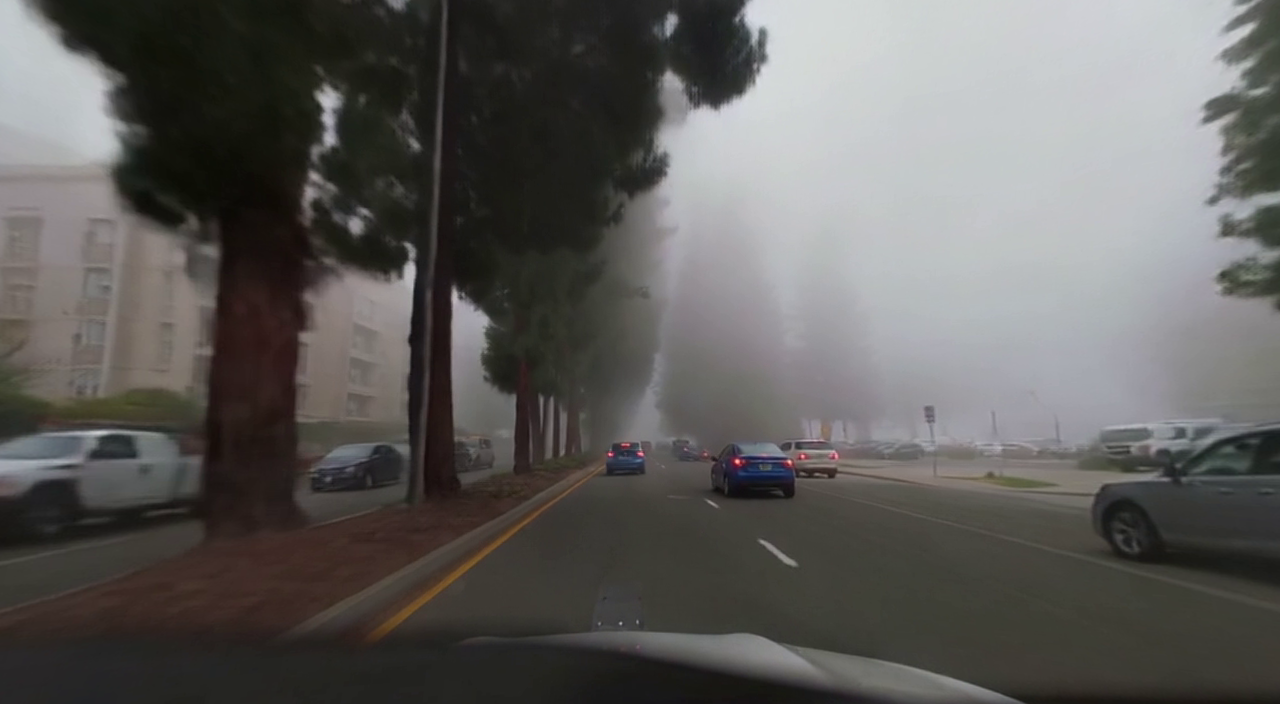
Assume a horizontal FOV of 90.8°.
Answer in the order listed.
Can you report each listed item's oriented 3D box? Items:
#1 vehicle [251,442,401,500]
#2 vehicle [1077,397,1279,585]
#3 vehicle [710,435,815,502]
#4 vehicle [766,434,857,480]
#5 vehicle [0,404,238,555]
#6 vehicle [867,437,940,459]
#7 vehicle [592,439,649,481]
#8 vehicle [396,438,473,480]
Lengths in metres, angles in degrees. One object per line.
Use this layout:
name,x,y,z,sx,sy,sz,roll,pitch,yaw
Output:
vehicle,-9.082,3.455,18.853,2.148,1.473,4.709,0,-9,-1
vehicle,7.354,1.368,6.274,2.224,1.815,5.192,0,-9,-1
vehicle,3.000,2.943,16.317,1.852,1.498,3.825,0,-9,-2
vehicle,7.229,4.490,27.361,2.224,1.772,5.325,0,-9,-2
vehicle,-9.003,1.937,10.152,2.043,1.860,4.656,-1,-8,-1
vehicle,20.534,7.495,49.340,4.697,1.691,2.106,0,-9,-1
vehicle,-0.700,4.099,24.151,1.994,1.479,3.647,0,-9,-1
vehicle,-9.068,4.729,28.279,2.019,1.668,4.433,-1,-8,0
